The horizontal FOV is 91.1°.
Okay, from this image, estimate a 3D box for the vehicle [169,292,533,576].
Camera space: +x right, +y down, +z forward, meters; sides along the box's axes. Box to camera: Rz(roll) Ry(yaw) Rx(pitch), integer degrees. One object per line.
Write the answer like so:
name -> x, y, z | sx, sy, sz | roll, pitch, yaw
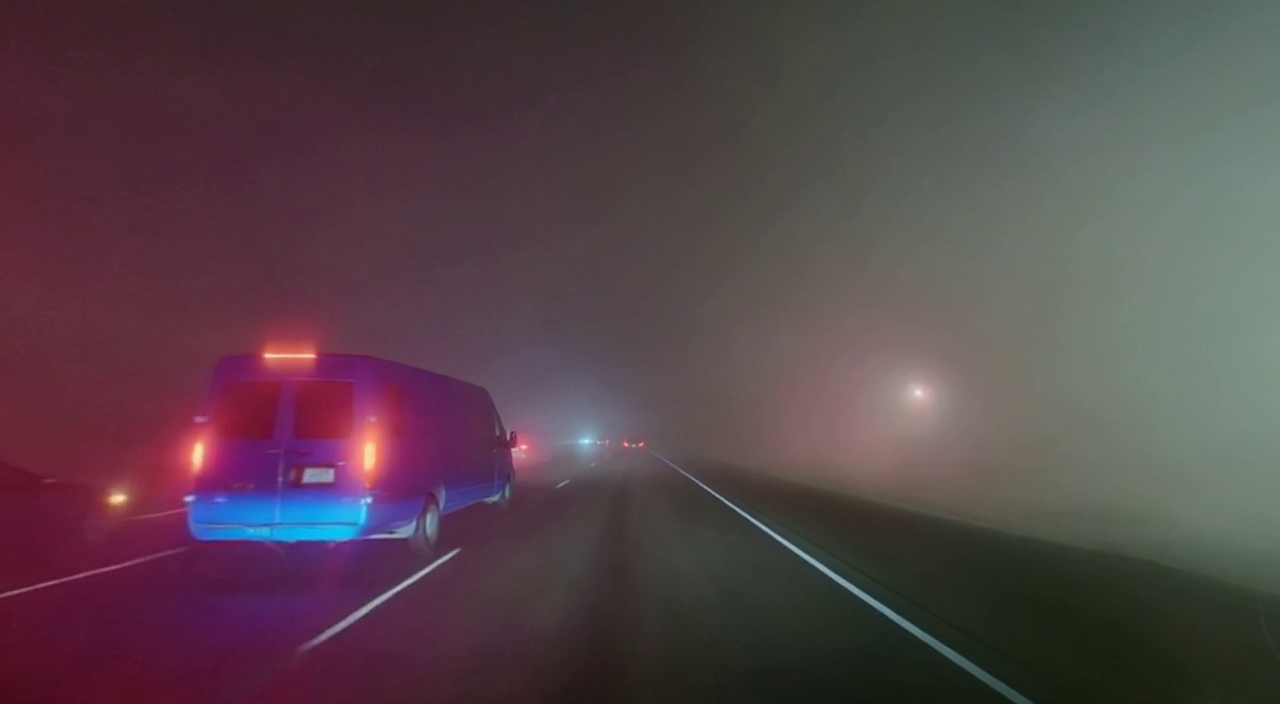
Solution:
vehicle -> -3.432, 1.258, 9.880 | 2.428, 2.782, 7.330 | 0, -8, -2
